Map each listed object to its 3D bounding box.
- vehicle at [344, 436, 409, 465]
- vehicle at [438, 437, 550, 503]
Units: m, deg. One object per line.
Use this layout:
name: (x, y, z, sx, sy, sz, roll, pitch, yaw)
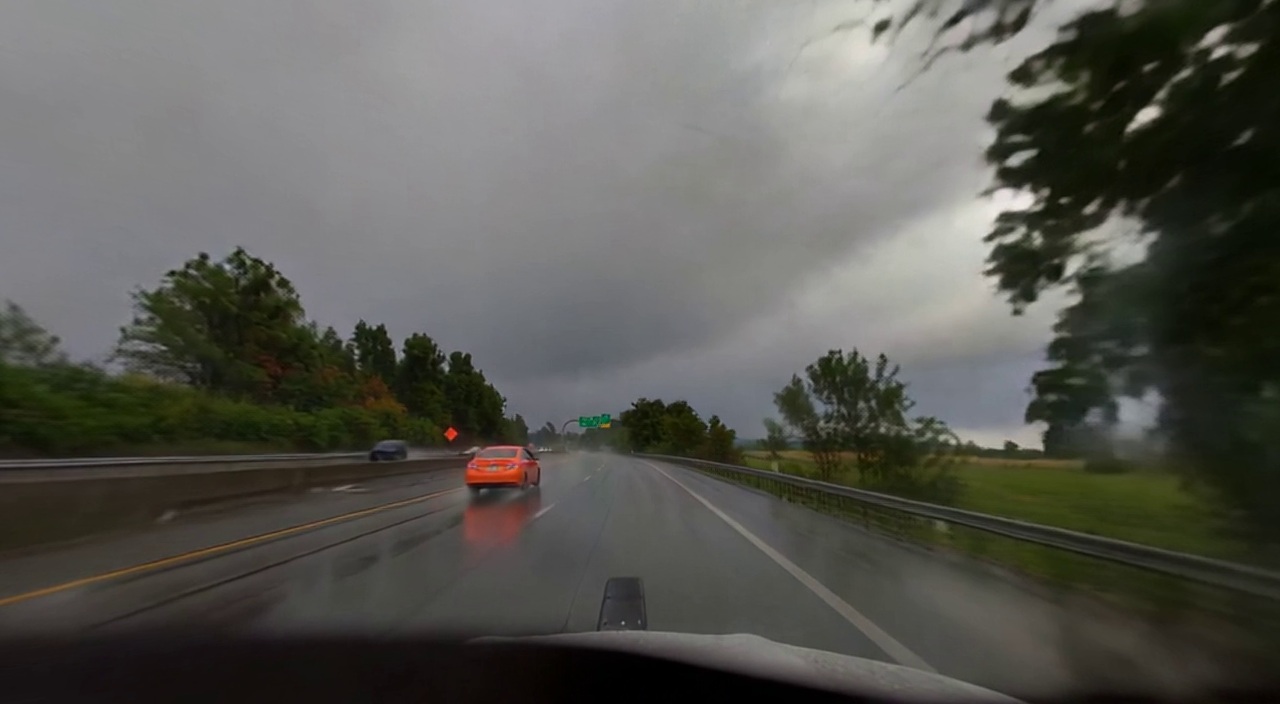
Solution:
vehicle: (-16.101, 6.066, 38.778, 2.094, 1.604, 4.645, 0, -9, -1)
vehicle: (-3.693, 3.062, 16.703, 1.990, 1.532, 3.911, 0, -9, 0)
